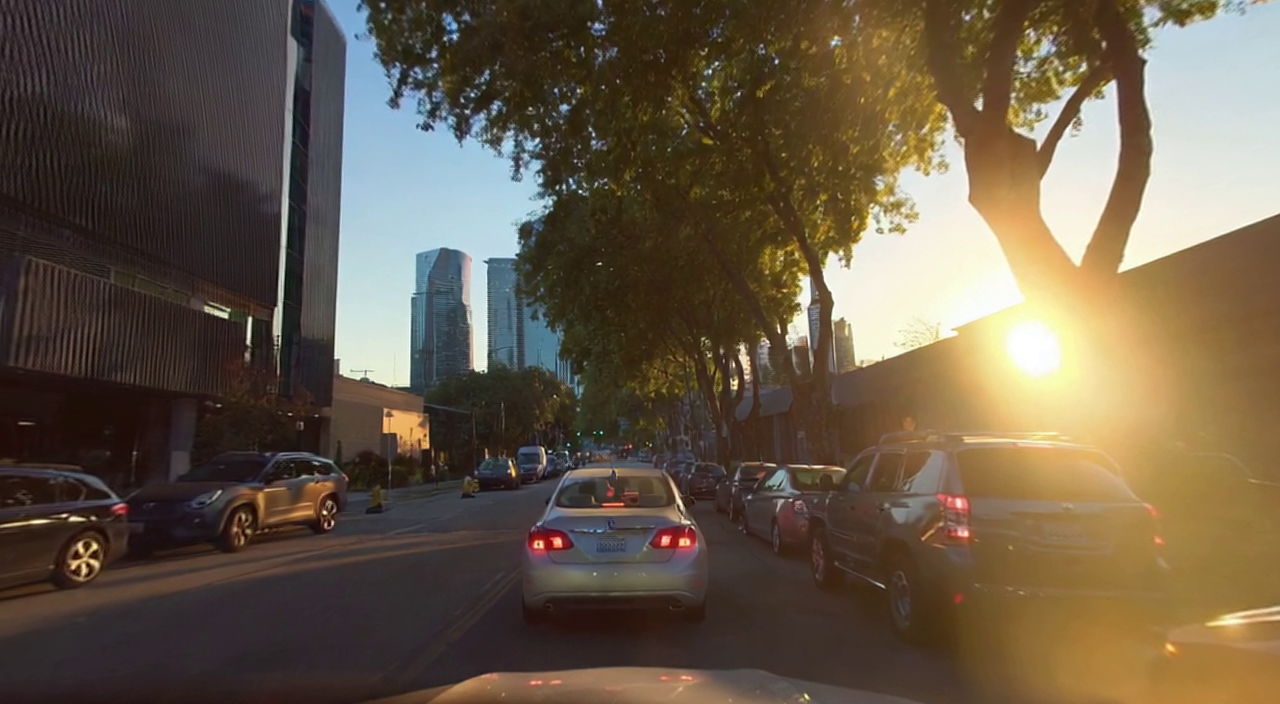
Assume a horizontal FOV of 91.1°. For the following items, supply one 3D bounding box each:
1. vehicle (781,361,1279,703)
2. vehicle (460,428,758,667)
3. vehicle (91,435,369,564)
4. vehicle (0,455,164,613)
[{"bbox_3d":[2.710,1.414,5.552,1.868,1.920,4.501,1,-10,0],"label":"vehicle"},{"bbox_3d":[-0.185,1.667,6.180,2.018,1.583,3.646,1,-10,1],"label":"vehicle"},{"bbox_3d":[-6.834,2.579,11.275,1.994,1.701,4.520,-3,-12,-1],"label":"vehicle"},{"bbox_3d":[-6.976,1.674,5.743,1.900,1.471,4.202,1,-10,0],"label":"vehicle"}]
